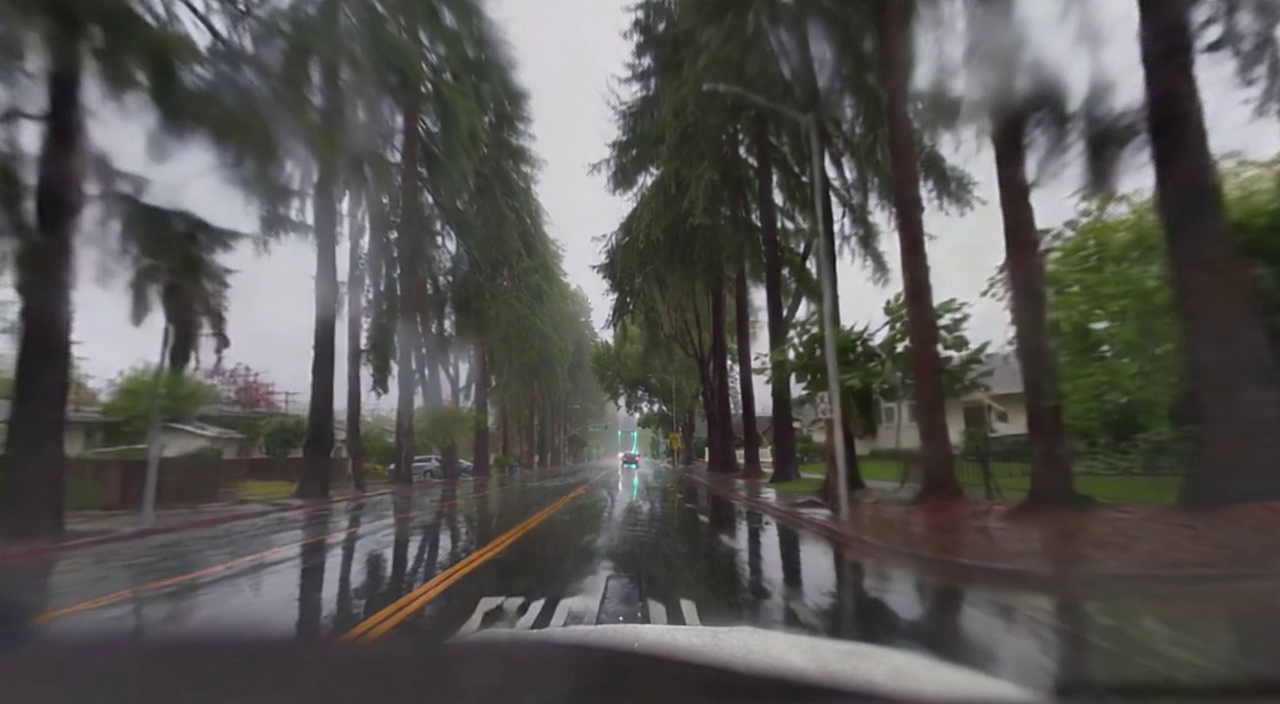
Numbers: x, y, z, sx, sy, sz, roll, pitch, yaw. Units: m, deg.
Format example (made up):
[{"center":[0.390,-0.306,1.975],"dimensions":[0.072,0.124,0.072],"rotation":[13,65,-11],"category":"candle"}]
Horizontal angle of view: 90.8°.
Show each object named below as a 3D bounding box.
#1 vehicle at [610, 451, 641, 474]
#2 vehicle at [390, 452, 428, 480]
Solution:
[{"center":[-1.086,7.791,44.827],"dimensions":[2.104,1.500,3.815],"rotation":[1,-9,-2],"category":"vehicle"},{"center":[-17.202,8.434,46.901],"dimensions":[2.378,1.922,5.801],"rotation":[4,-10,-21],"category":"vehicle"}]
